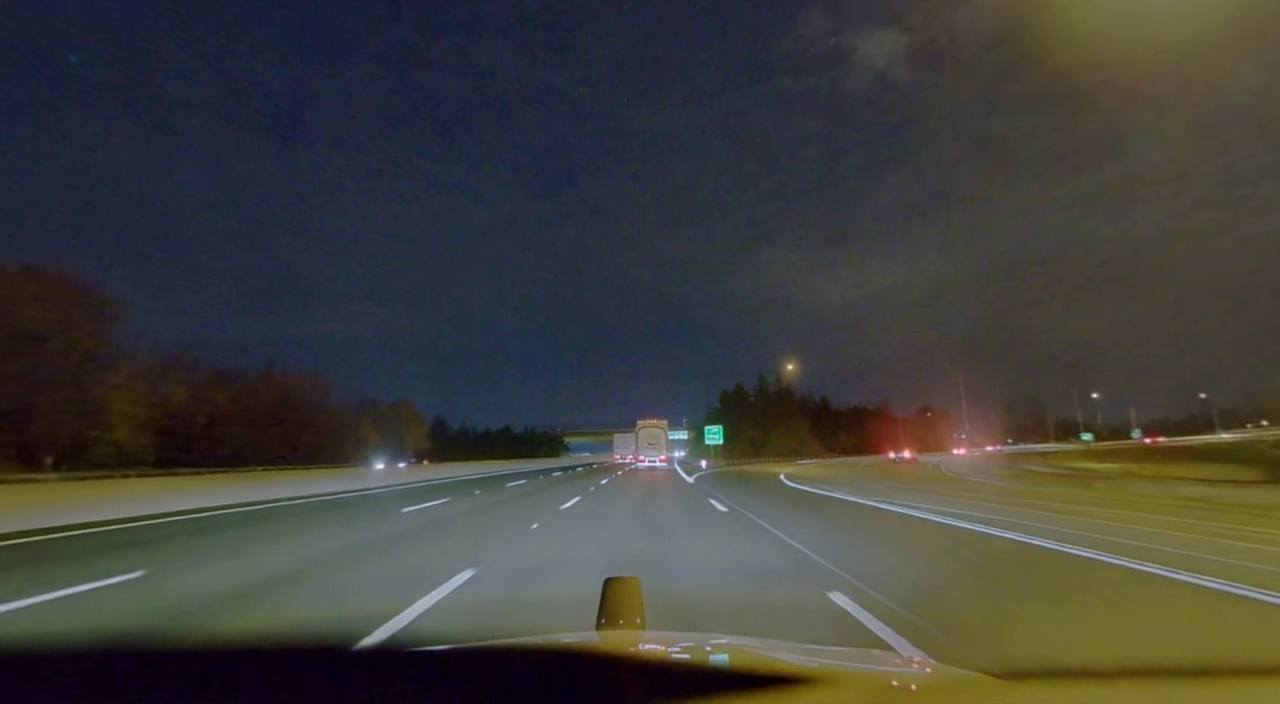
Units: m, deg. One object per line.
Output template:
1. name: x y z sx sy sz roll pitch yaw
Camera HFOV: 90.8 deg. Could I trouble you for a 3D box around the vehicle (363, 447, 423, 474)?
1. vehicle: -15.749 6.959 40.432 1.895 1.607 4.412 -1 -9 2
